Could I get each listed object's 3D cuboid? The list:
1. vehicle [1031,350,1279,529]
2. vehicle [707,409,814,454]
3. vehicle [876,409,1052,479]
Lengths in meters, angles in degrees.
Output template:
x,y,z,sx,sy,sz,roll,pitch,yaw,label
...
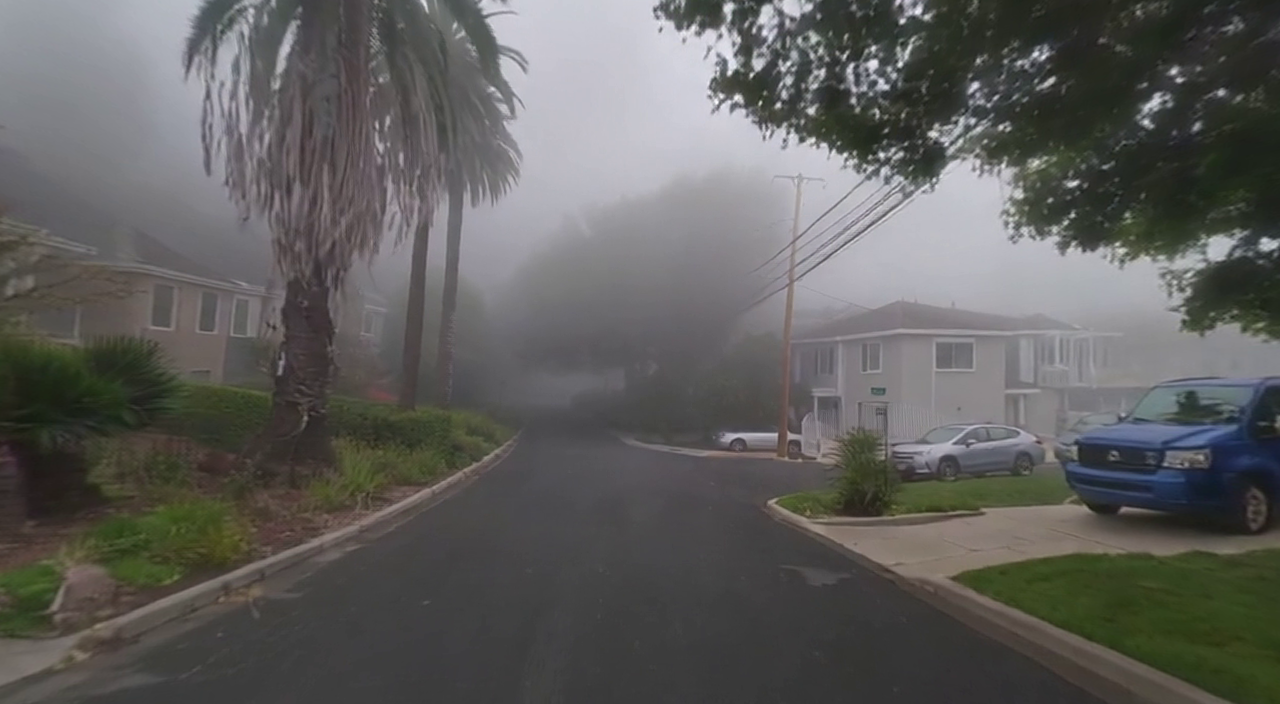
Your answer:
x,y,z,sx,sy,sz,roll,pitch,yaw,label
9.860,1.372,9.907,6.615,2.137,2.578,3,-9,-20,vehicle
6.707,4.453,34.811,5.663,1.913,2.170,9,-13,-27,vehicle
10.041,2.856,19.629,4.443,1.948,2.230,1,-10,-18,vehicle
